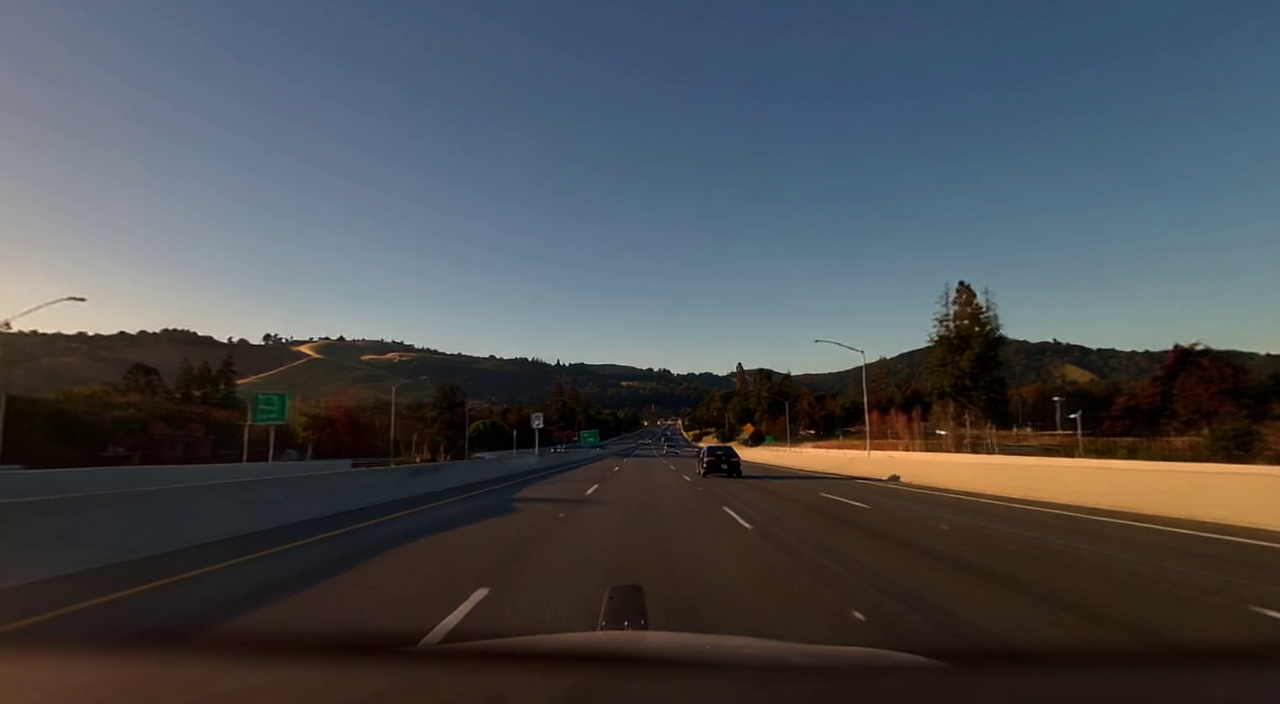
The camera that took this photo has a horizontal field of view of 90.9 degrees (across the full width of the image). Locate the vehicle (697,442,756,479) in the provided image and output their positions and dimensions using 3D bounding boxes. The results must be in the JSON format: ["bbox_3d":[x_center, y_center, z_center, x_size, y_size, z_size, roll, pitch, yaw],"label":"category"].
[{"bbox_3d":[3.667,4.669,27.515,1.916,1.469,4.481,0,-8,-1],"label":"vehicle"}]
